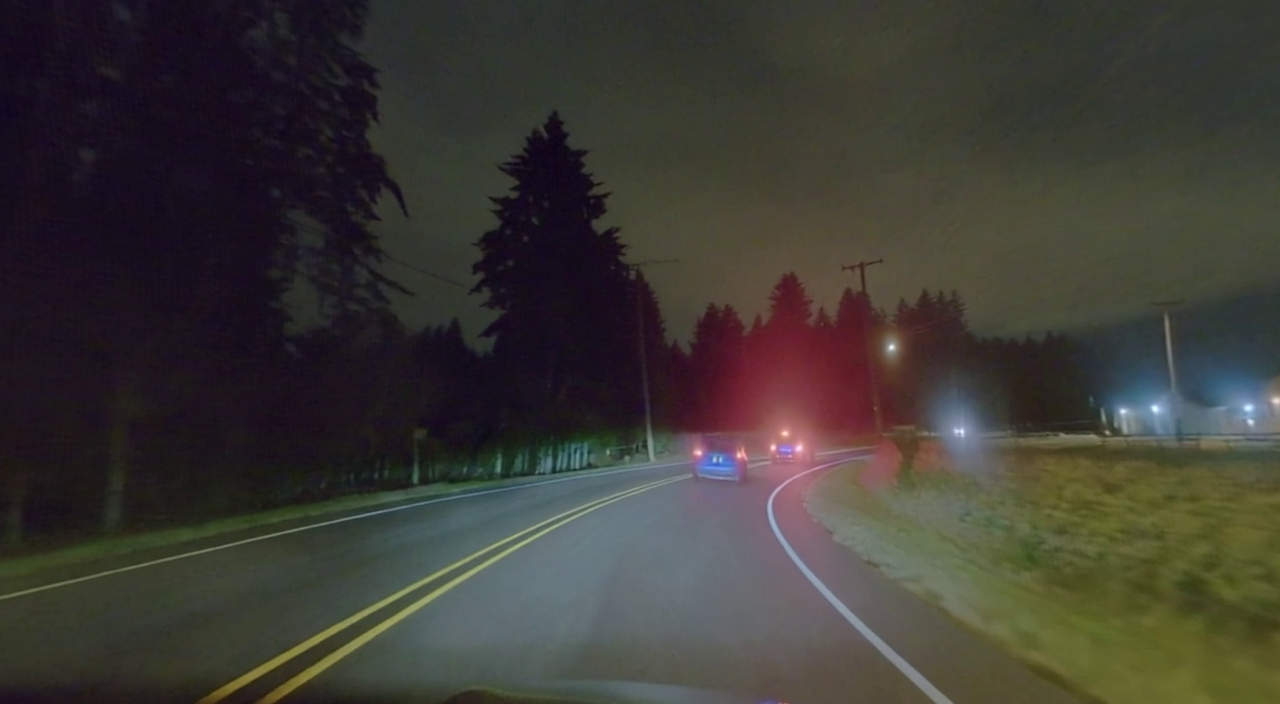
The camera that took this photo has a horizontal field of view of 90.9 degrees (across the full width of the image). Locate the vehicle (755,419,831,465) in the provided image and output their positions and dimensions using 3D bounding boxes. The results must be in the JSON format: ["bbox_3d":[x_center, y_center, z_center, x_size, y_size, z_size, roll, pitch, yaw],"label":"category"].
[{"bbox_3d":[8.052,4.701,32.729,2.376,2.145,5.953,-4,-10,27],"label":"vehicle"}]

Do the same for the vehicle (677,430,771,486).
[{"bbox_3d":[2.770,3.308,19.912,2.157,1.565,4.243,-3,-9,18],"label":"vehicle"}]
